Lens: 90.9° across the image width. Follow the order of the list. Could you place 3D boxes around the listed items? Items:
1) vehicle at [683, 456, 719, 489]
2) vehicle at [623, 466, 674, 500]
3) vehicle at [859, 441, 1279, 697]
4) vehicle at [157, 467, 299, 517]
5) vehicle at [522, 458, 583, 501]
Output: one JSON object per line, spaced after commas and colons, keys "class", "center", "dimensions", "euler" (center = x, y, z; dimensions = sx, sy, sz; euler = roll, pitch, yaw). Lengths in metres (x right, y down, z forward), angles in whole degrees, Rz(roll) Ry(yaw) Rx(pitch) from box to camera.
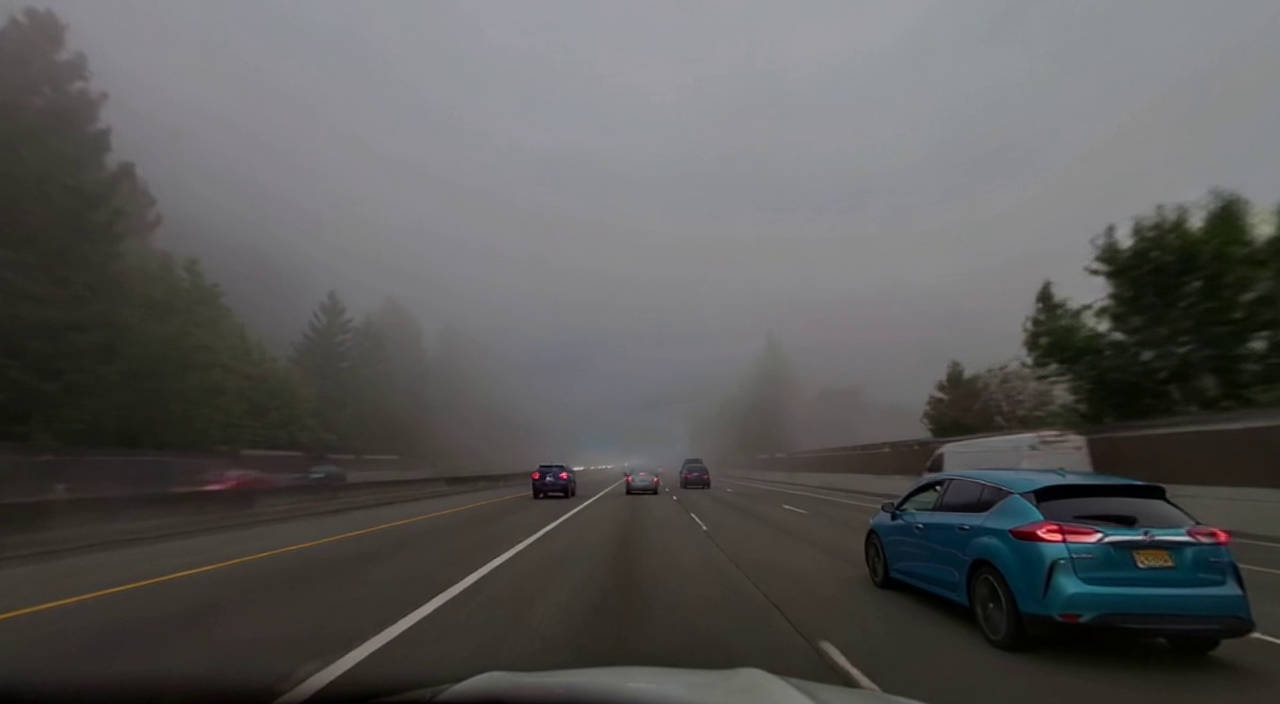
{"class": "vehicle", "center": [4.249, 8.451, 44.375], "dimensions": [2.030, 2.172, 3.621], "euler": [1, -10, -1]}
{"class": "vehicle", "center": [0.386, 6.119, 29.696], "dimensions": [2.241, 1.425, 3.973], "euler": [1, -10, 0]}
{"class": "vehicle", "center": [3.735, 1.711, 5.927], "dimensions": [1.938, 1.561, 3.786], "euler": [1, -10, -1]}
{"class": "vehicle", "center": [-13.996, 4.749, 21.810], "dimensions": [1.814, 1.486, 4.645], "euler": [1, -10, -1]}
{"class": "vehicle", "center": [-3.800, 5.614, 27.998], "dimensions": [2.021, 1.706, 4.247], "euler": [1, -10, 1]}
